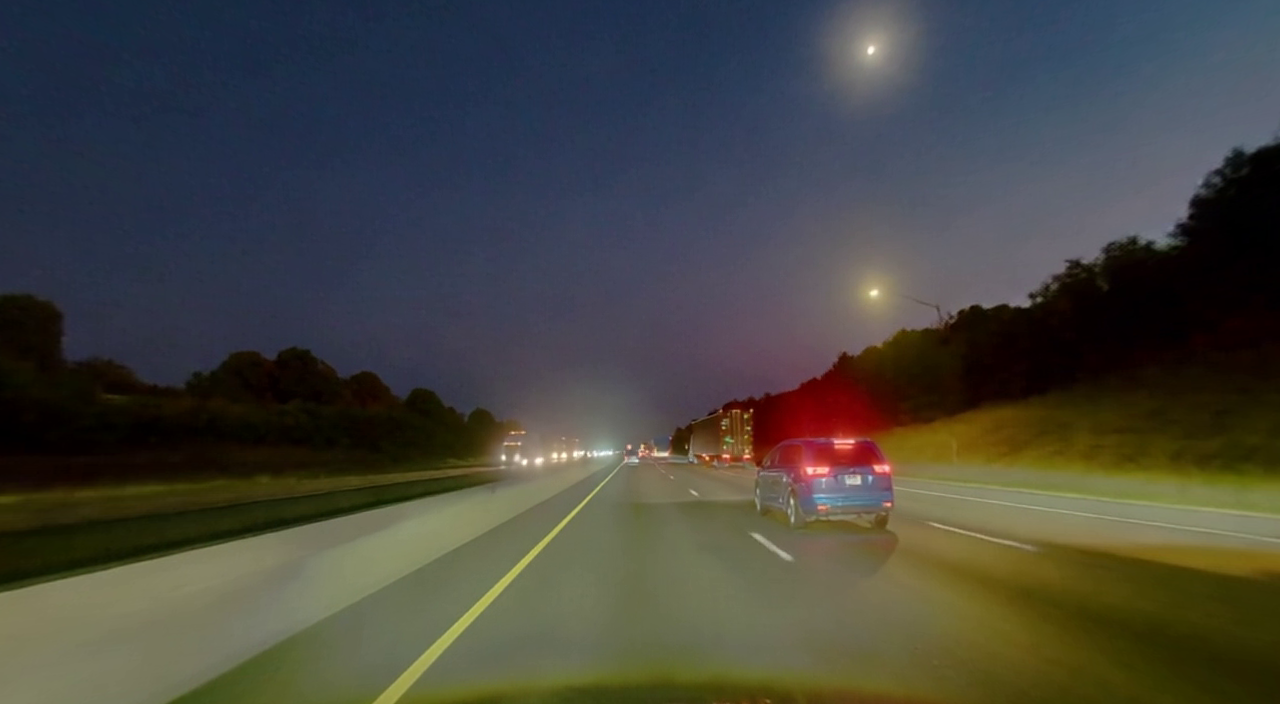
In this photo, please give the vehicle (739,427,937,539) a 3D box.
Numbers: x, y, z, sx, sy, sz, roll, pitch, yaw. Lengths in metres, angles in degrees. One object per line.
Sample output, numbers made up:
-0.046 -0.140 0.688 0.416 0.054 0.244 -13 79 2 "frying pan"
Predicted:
3.353 2.328 11.853 2.130 1.658 4.537 0 -9 -2 "vehicle"
